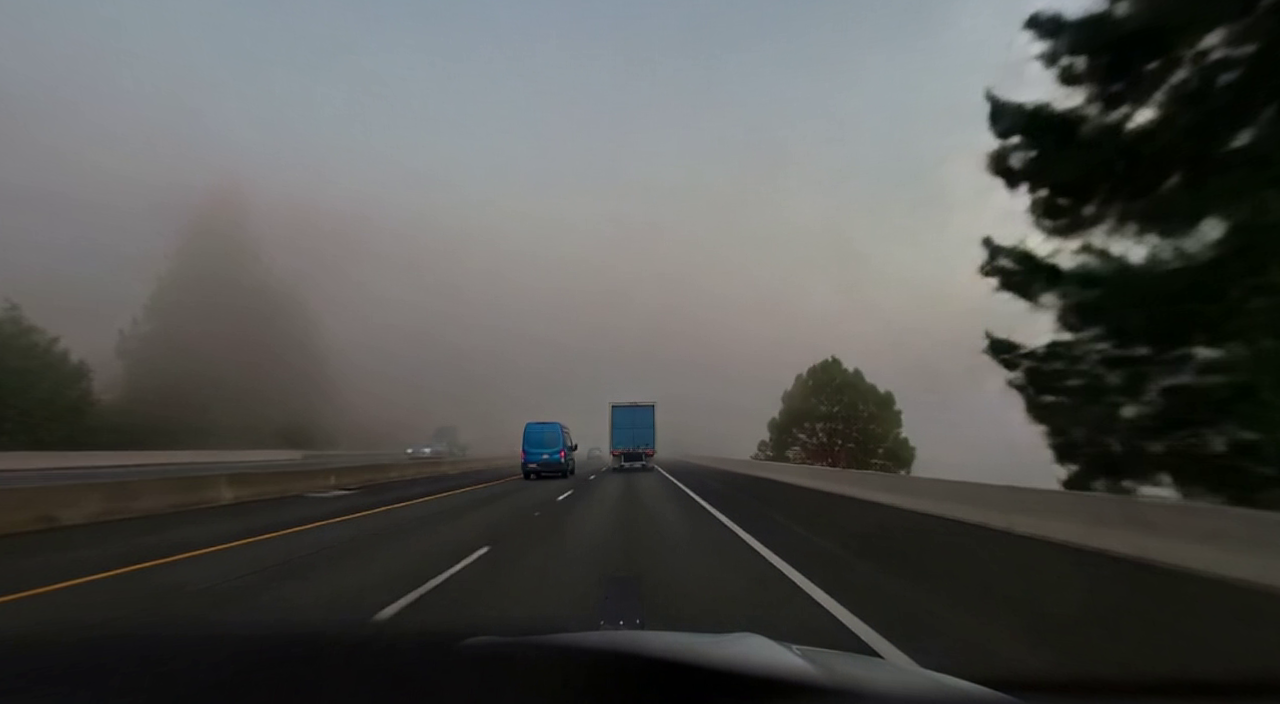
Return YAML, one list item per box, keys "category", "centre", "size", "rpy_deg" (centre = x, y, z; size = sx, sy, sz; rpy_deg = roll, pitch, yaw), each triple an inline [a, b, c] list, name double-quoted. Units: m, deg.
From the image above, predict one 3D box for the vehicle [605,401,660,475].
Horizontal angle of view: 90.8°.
- category: "vehicle"
  centre: [-0.451, 5.514, 39.724]
  size: [2.995, 4.036, 10.311]
  rpy_deg: [0, -9, -1]

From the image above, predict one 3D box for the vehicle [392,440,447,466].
- category: "vehicle"
  centre: [-13.656, 6.290, 39.320]
  size: [1.897, 1.471, 4.275]
  rpy_deg: [0, -9, 0]

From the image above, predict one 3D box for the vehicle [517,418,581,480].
- category: "vehicle"
  centre: [-4.431, 4.902, 31.774]
  size: [2.357, 2.786, 6.144]
  rpy_deg: [0, -9, -1]
